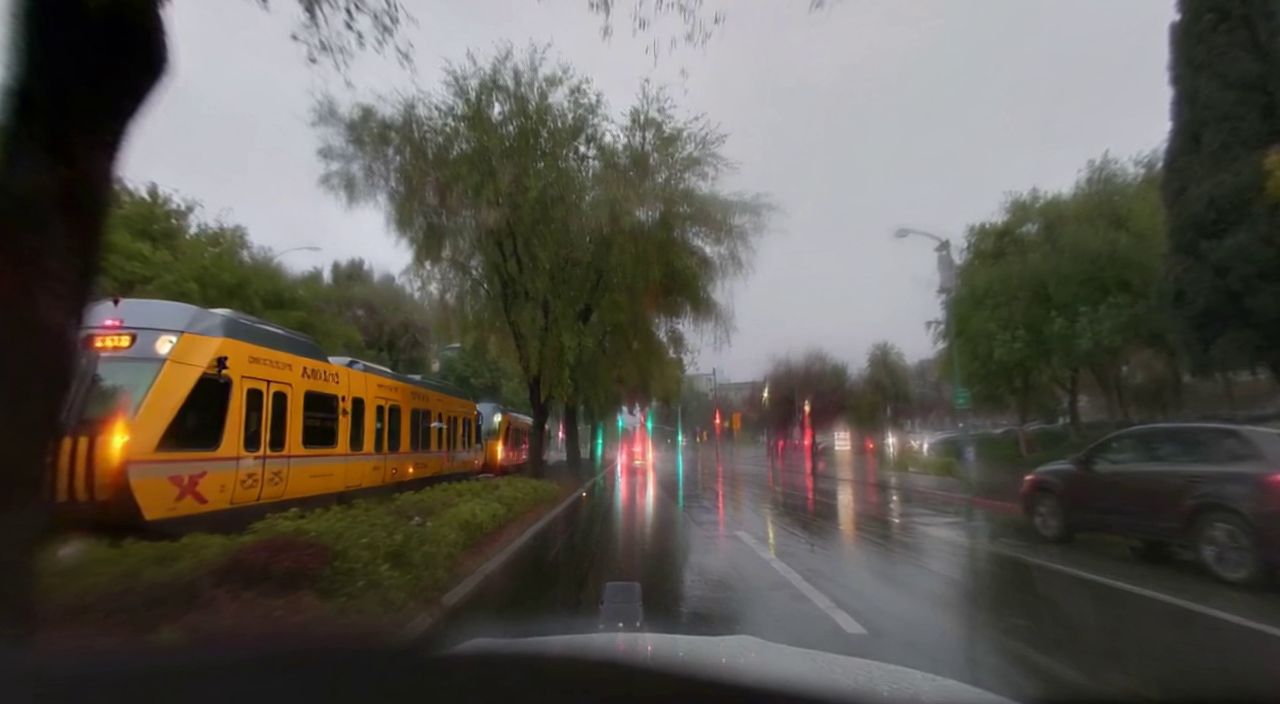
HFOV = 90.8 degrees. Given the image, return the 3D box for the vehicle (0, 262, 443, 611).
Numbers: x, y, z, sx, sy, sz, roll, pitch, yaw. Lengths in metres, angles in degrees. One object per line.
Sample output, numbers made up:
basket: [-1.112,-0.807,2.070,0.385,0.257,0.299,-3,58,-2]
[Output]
vehicle: [-7.800,1.633,13.487,2.897,3.700,13.528,0,-7,0]

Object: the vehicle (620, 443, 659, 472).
vehicle: [-0.020,5.756,34.748,2.002,1.471,4.337,0,-8,0]

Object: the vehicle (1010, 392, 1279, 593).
vehicle: [6.820,1.466,7.089,2.201,1.779,5.076,0,-8,0]
